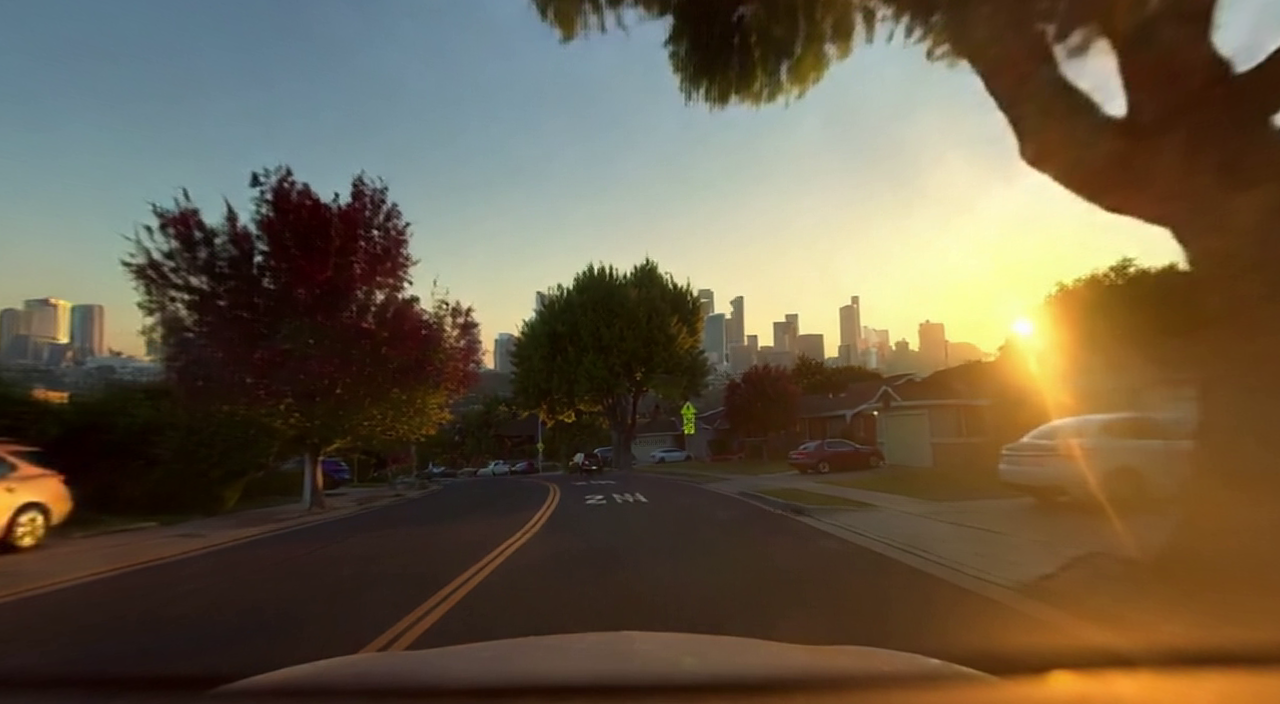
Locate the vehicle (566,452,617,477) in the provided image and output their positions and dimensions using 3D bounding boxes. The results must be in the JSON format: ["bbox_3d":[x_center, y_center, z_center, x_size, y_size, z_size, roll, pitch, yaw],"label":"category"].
[{"bbox_3d":[-3.375,7.511,42.545,2.181,1.494,5.023,2,-9,-19],"label":"vehicle"}]

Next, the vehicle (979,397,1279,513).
[{"bbox_3d":[9.364,1.783,11.383,5.751,1.733,2.138,2,-9,-16],"label":"vehicle"}]

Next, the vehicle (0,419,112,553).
[{"bbox_3d":[-10.160,1.871,8.616,2.073,1.899,4.869,0,-8,-7],"label":"vehicle"}]

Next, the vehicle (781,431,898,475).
[{"bbox_3d":[8.357,4.237,26.547,4.284,1.522,1.893,-1,-8,-18],"label":"vehicle"}]
